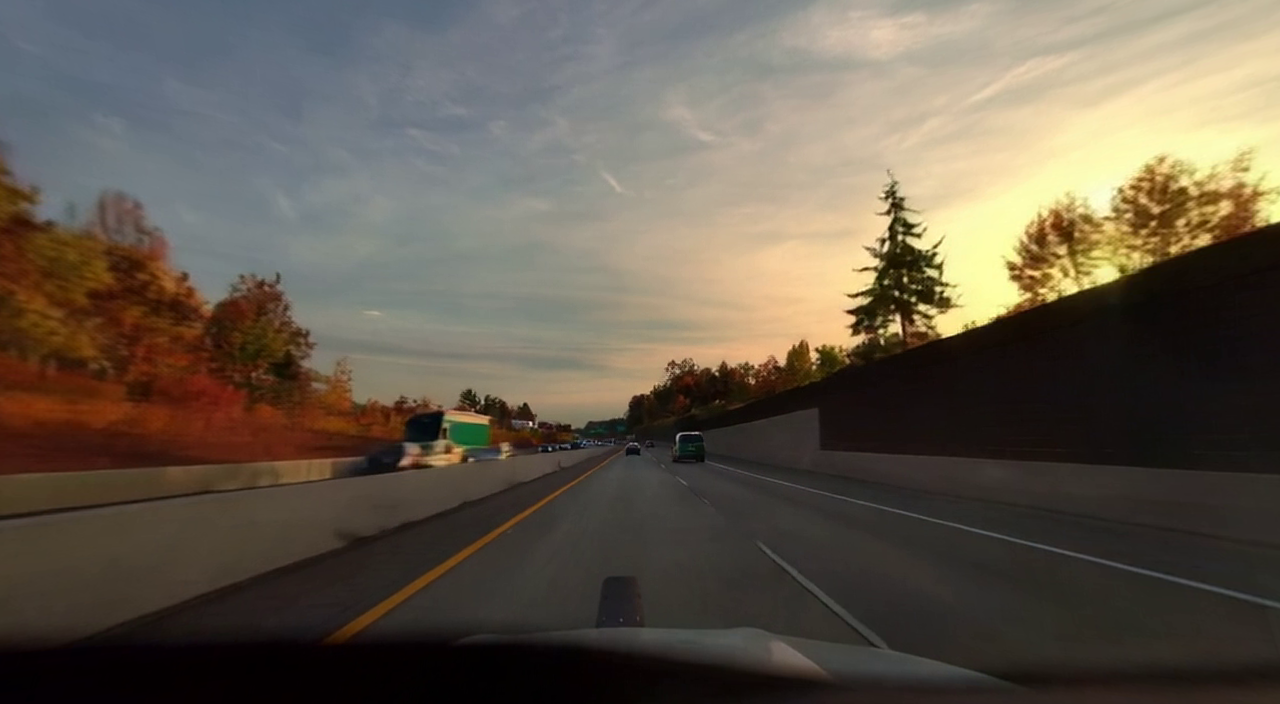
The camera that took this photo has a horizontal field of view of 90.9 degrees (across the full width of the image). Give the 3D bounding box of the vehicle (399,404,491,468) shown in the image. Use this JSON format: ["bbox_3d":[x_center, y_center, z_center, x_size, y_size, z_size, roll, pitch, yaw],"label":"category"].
[{"bbox_3d":[-12.511,5.586,41.523,3.010,3.699,9.465,0,-8,0],"label":"vehicle"}]

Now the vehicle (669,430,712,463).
[{"bbox_3d":[3.301,6.346,42.442,2.393,2.072,4.958,0,-8,-2],"label":"vehicle"}]
